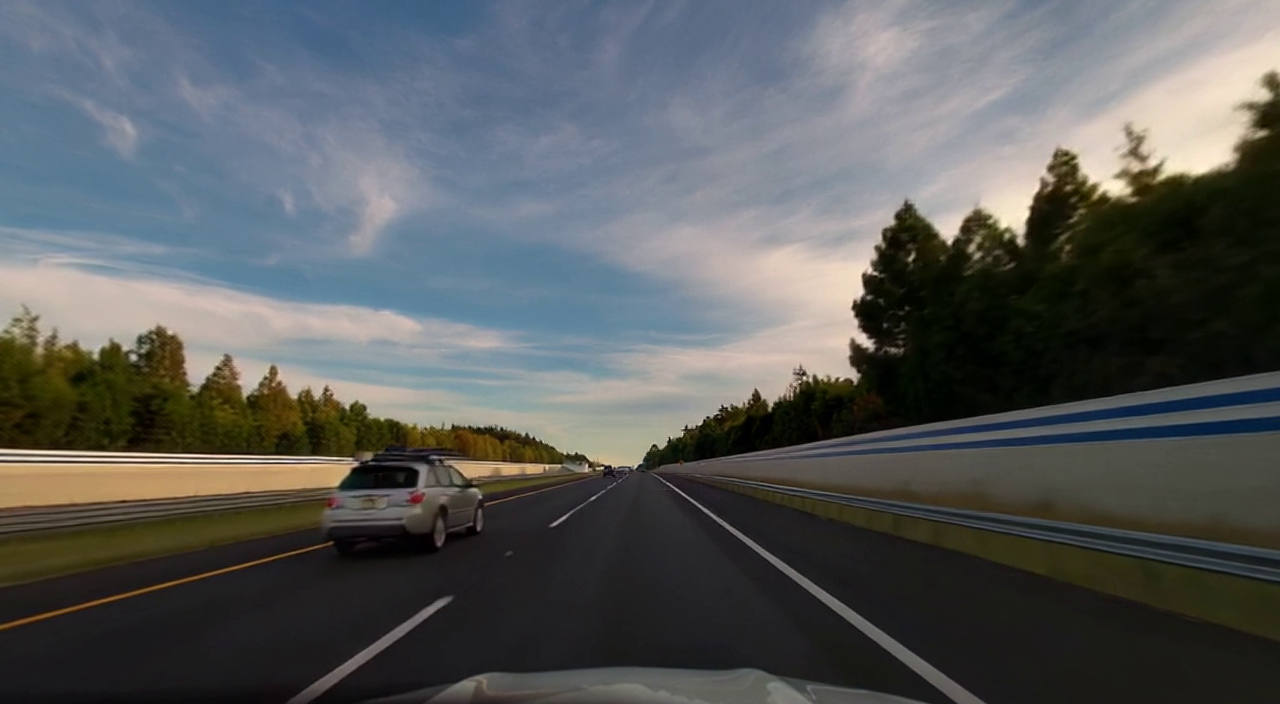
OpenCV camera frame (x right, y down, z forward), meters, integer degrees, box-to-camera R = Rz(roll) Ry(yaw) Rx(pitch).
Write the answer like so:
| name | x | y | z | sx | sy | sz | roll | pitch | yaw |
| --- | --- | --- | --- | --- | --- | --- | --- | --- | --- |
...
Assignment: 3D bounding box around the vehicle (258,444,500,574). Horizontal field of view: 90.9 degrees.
| name | x | y | z | sx | sy | sz | roll | pitch | yaw |
| --- | --- | --- | --- | --- | --- | --- | --- | --- | --- |
| vehicle | -3.594 | 2.256 | 9.595 | 1.985 | 1.515 | 3.839 | 1 | -11 | 0 |
